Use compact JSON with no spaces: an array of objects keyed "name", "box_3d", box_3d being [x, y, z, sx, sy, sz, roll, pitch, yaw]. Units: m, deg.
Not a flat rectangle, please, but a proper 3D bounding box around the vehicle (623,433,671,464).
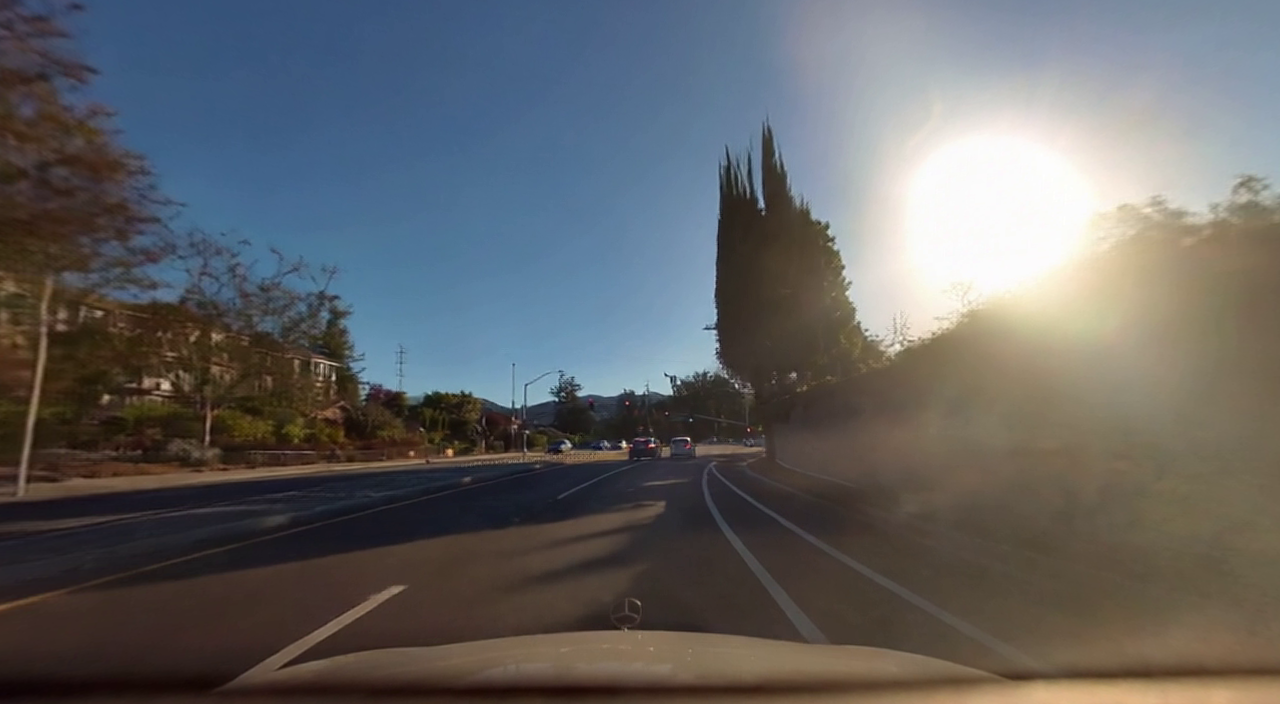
[{"name":"vehicle","box_3d":[0.497,5.957,38.822,2.152,1.822,4.391,-2,-9,11]}]
